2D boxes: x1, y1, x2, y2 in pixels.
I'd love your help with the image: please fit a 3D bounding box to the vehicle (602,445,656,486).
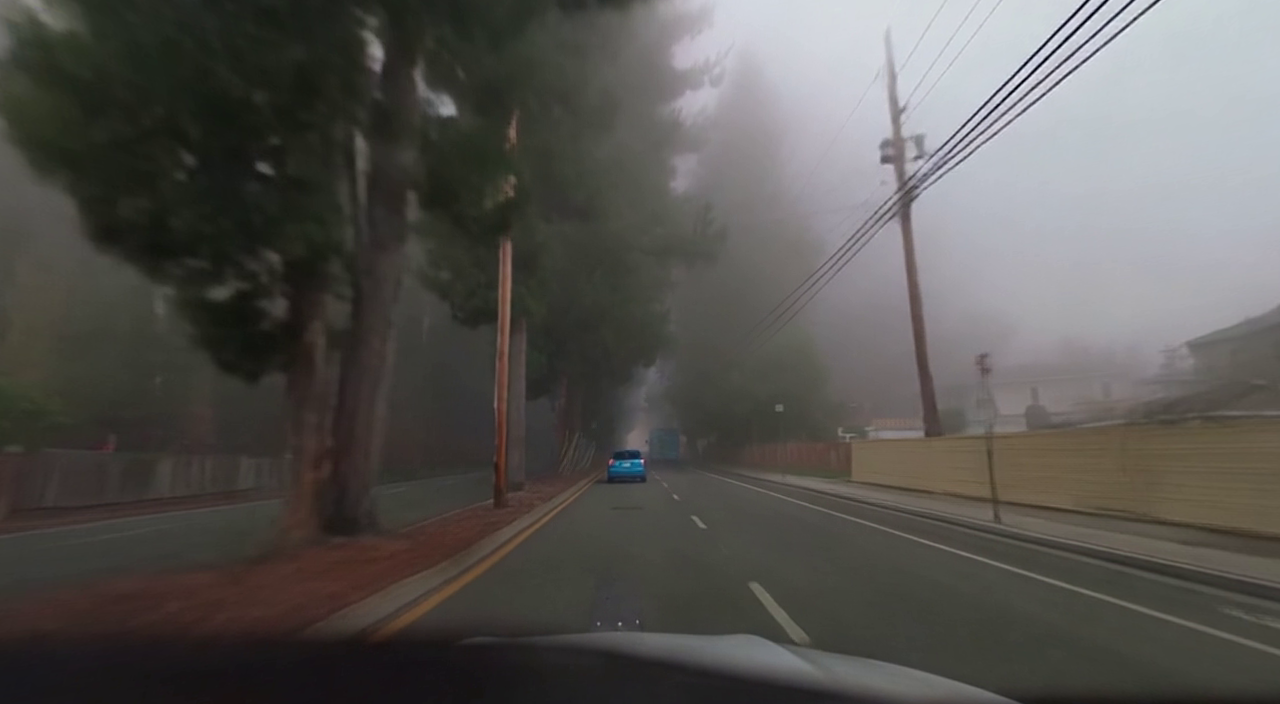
[{"bbox_3d":[-0.411,4.592,25.833,2.018,1.511,3.993,0,-9,0],"label":"vehicle"}]
